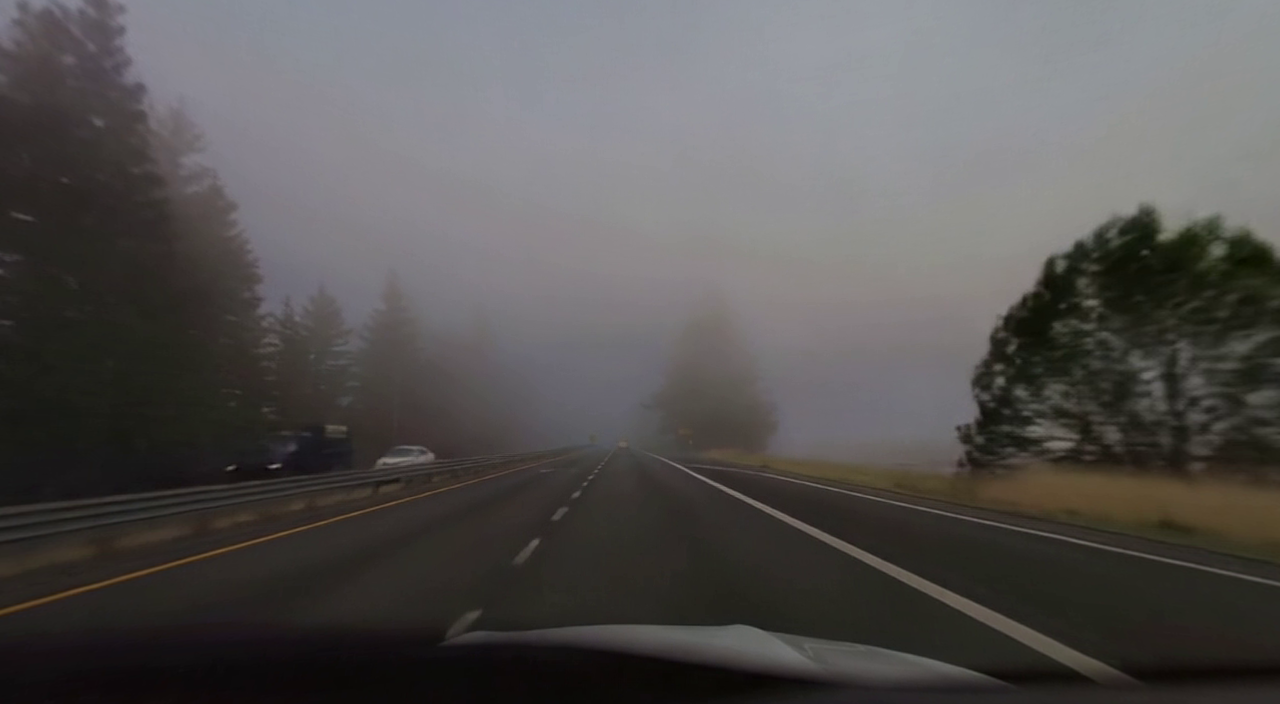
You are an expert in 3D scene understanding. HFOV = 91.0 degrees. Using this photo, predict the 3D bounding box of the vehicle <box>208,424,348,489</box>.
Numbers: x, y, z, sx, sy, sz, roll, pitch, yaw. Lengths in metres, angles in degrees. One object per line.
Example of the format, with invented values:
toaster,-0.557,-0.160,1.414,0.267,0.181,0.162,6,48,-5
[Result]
vehicle,-16.446,4.784,29.314,2.335,2.630,7.283,0,-8,-2

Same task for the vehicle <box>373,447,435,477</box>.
vehicle,-12.695,5.901,34.122,1.833,1.460,4.158,0,-8,-1
